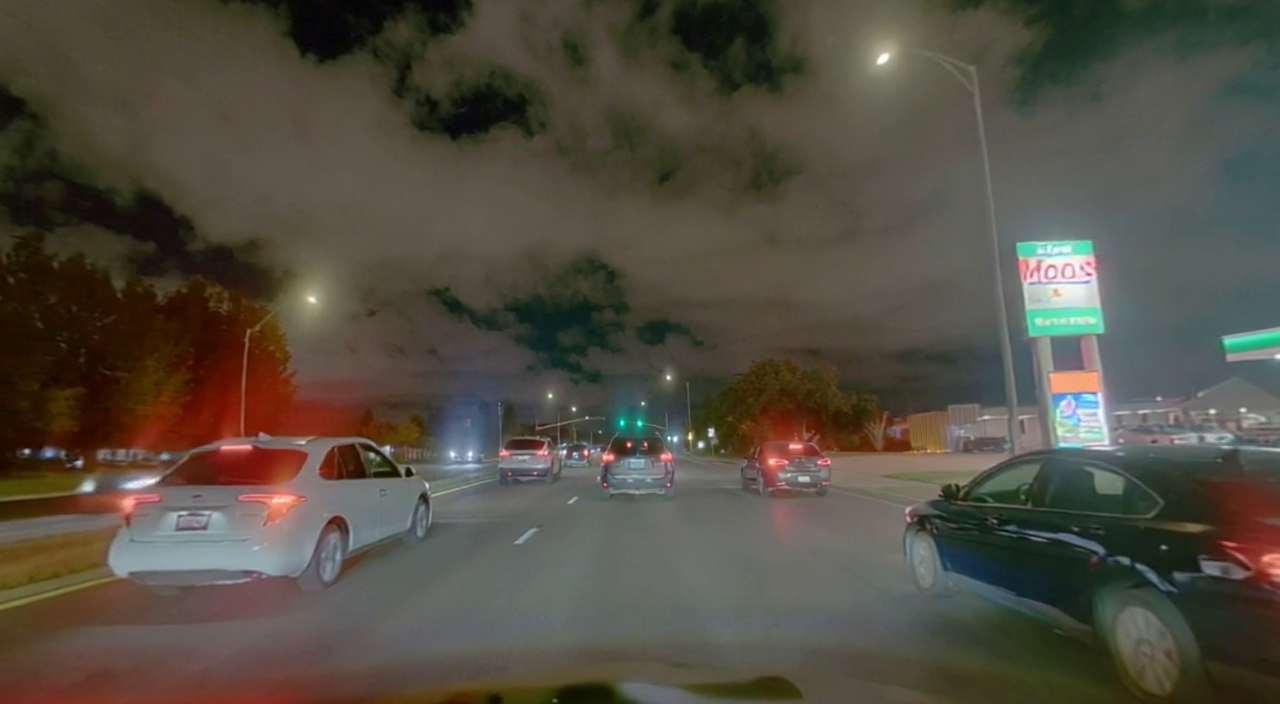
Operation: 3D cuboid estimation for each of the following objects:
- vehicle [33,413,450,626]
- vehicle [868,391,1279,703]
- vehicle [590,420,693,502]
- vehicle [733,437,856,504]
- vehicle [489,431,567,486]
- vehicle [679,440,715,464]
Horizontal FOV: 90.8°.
[{"bbox_3d":[-3.602,1.549,6.811,1.864,1.574,4.031,0,-8,0],"label":"vehicle"},{"bbox_3d":[3.219,1.108,3.751,1.976,1.492,4.436,0,-8,-1],"label":"vehicle"},{"bbox_3d":[0.021,2.741,16.220,2.279,1.803,4.254,0,-8,0],"label":"vehicle"},{"bbox_3d":[3.761,2.955,16.315,1.888,1.456,4.589,0,-8,-2],"label":"vehicle"},{"bbox_3d":[-3.782,3.679,22.089,1.932,1.695,4.150,0,-8,0],"label":"vehicle"},{"bbox_3d":[3.778,6.677,42.348,1.926,1.522,3.852,0,-8,-1],"label":"vehicle"}]
